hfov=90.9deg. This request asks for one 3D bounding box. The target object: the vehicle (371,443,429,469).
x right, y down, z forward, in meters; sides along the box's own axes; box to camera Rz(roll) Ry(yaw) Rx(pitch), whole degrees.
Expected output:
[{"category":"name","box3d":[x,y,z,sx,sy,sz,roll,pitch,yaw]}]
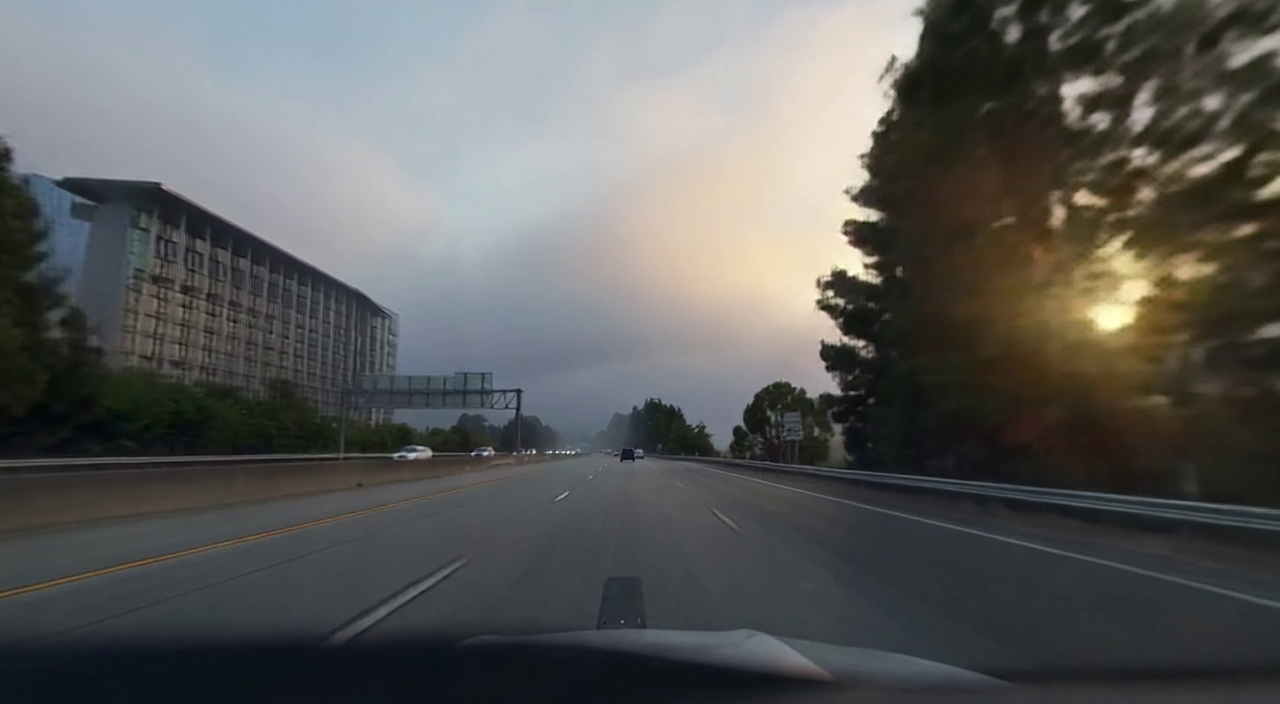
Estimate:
[{"category":"vehicle","box3d":[-14.973,6.516,39.610,1.842,1.473,4.625,0,-9,0]}]
